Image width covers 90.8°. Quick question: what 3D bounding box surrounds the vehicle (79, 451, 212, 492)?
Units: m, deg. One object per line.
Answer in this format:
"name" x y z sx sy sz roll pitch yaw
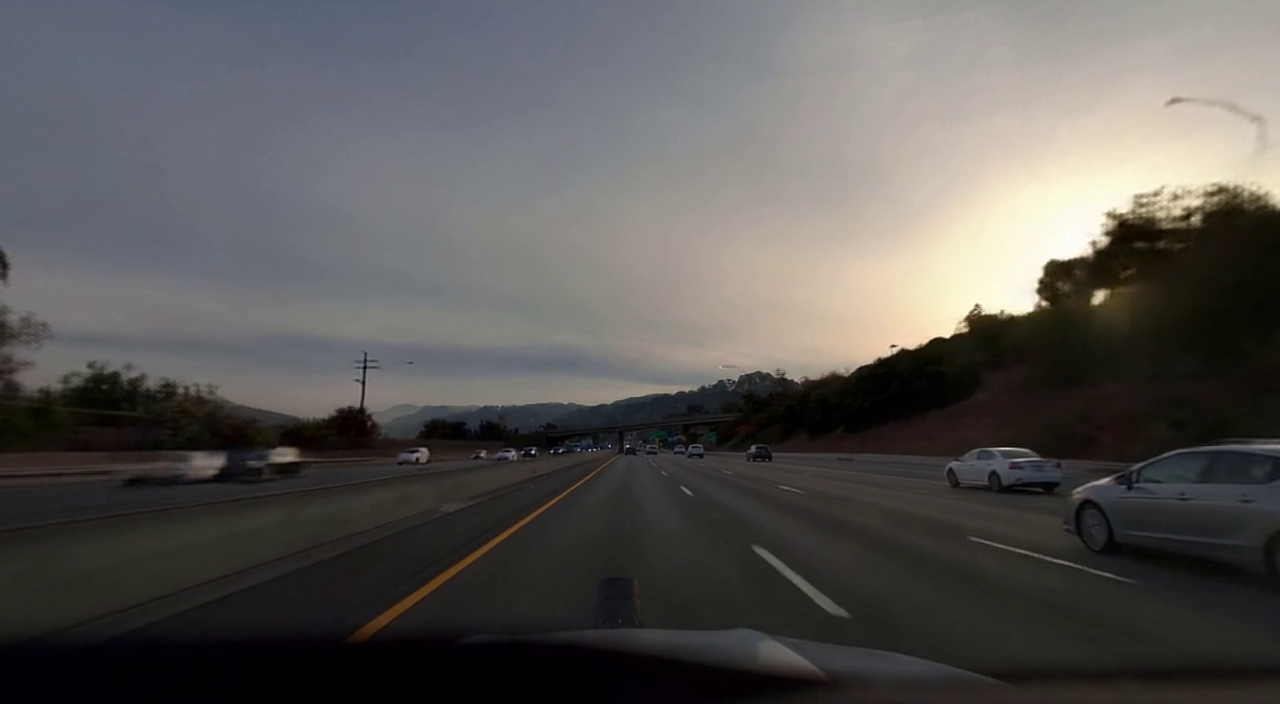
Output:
"vehicle" -19.977 4.803 25.814 1.934 1.509 4.361 0 -9 -1

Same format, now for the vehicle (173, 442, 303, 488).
"vehicle" -16.239 4.566 25.915 2.109 1.703 4.910 0 -9 -1

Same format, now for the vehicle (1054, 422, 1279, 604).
"vehicle" 6.149 1.380 5.573 1.821 1.470 4.633 0 -9 -1

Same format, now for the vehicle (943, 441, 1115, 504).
"vehicle" 9.926 3.075 16.582 1.836 1.418 4.132 0 -9 -1
